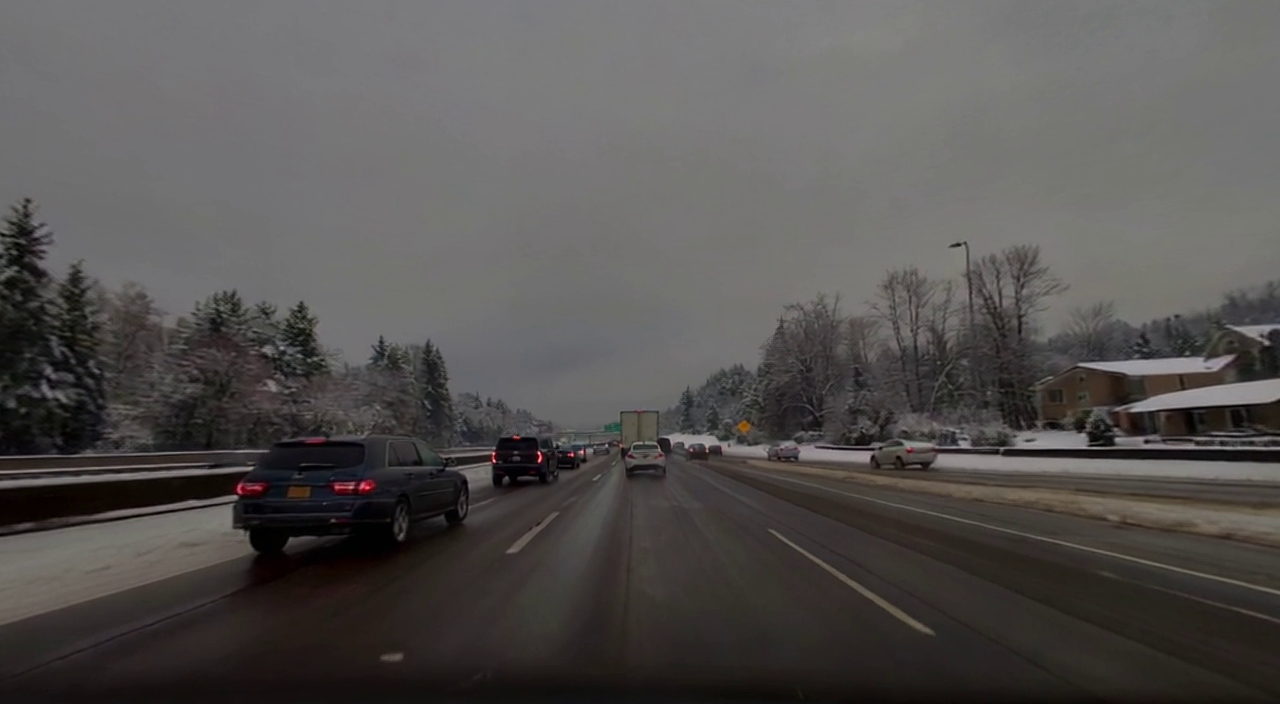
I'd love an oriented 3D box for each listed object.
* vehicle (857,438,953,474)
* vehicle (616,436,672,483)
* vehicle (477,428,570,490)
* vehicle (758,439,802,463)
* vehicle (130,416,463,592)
[{"bbox_3d":[11.773,4.668,28.477,1.905,1.490,4.826,1,-9,-5],"label":"vehicle"},{"bbox_3d":[0.130,4.304,25.473,2.063,1.703,4.203,0,-9,-1],"label":"vehicle"},{"bbox_3d":[-4.033,3.847,22.998,2.301,1.944,5.482,0,-9,1],"label":"vehicle"},{"bbox_3d":[10.545,7.499,47.836,2.048,1.674,4.106,1,-9,-5],"label":"vehicle"},{"bbox_3d":[-3.872,1.772,8.145,1.988,1.668,4.021,0,-9,0],"label":"vehicle"}]
